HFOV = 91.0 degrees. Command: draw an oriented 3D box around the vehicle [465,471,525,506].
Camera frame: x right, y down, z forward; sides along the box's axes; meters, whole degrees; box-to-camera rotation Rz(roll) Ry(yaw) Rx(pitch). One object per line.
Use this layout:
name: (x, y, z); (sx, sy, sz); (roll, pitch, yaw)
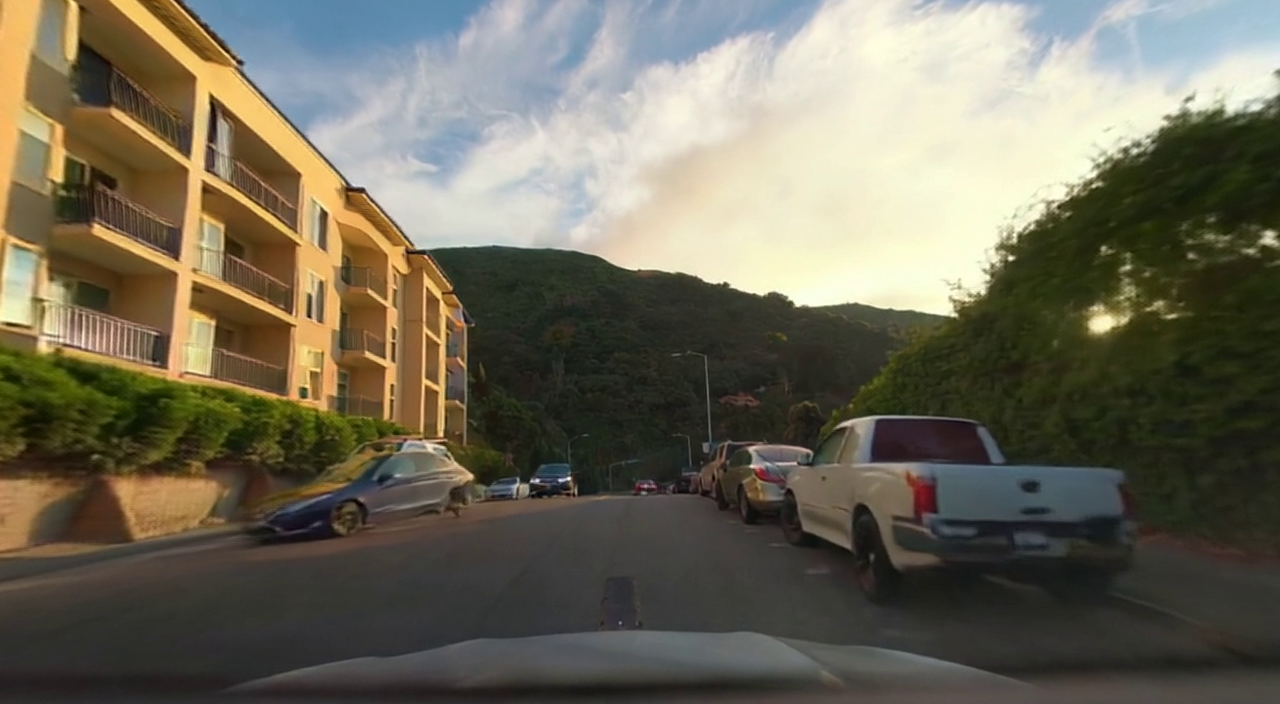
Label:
vehicle: (-6.704, 6.347, 29.535); (1.772, 1.415, 4.361); (1, -10, 0)

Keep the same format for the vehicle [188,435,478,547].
vehicle: (-4.874, 2.231, 10.926); (1.856, 1.474, 4.522); (-3, -9, 17)

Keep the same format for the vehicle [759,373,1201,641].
vehicle: (2.777, 1.403, 6.754); (2.072, 1.830, 4.744); (0, -8, 0)

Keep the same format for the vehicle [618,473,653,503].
vehicle: (-0.367, 9.360, 43.481); (2.201, 1.731, 3.854); (0, -8, -3)

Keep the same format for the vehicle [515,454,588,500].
vehicle: (-3.360, 5.014, 24.859); (2.102, 1.621, 4.627); (0, -13, 1)
